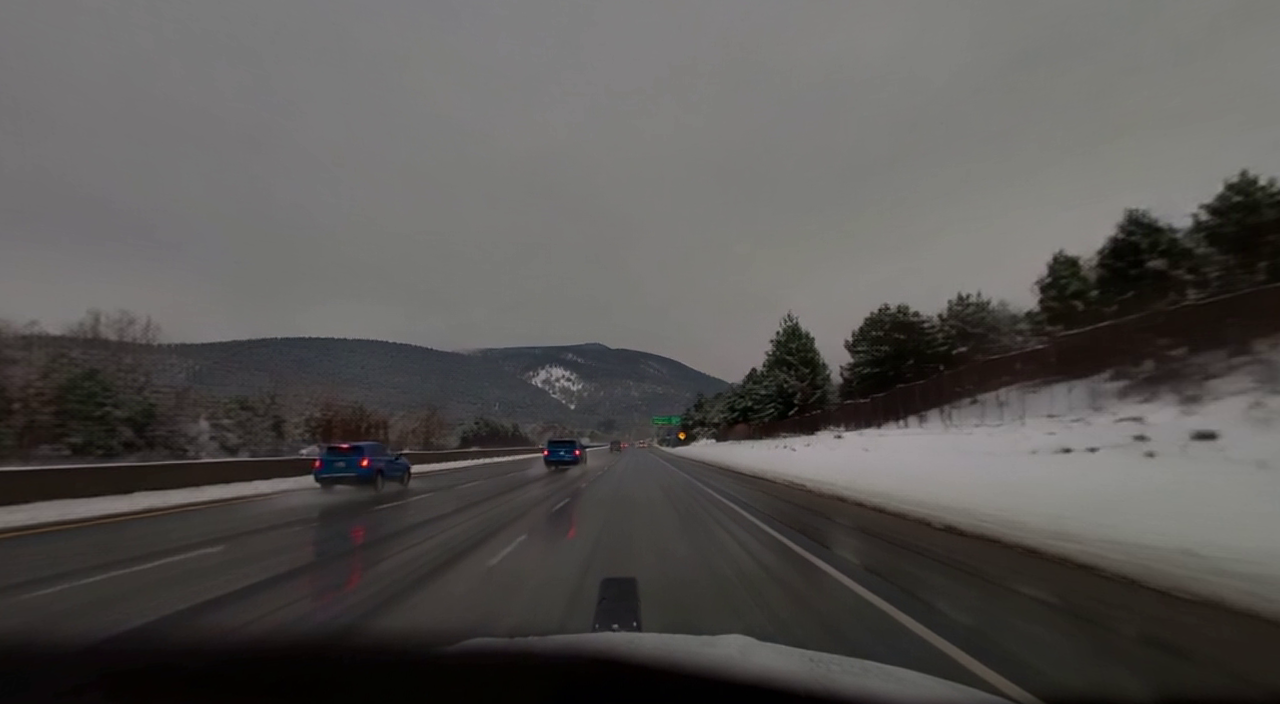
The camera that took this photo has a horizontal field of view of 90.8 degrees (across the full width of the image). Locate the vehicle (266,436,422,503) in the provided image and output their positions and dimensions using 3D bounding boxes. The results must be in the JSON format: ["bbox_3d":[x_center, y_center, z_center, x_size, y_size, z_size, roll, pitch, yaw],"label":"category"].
[{"bbox_3d":[-7.504,3.002,16.634,1.930,1.508,4.567,0,-8,-1],"label":"vehicle"}]

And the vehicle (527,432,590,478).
[{"bbox_3d":[-3.330,4.316,26.780,2.029,1.753,4.718,0,-8,0],"label":"vehicle"}]

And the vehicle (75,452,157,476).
[{"bbox_3d":[-36.363,7.774,44.035,1.832,1.473,4.566,0,-8,0],"label":"vehicle"}]
